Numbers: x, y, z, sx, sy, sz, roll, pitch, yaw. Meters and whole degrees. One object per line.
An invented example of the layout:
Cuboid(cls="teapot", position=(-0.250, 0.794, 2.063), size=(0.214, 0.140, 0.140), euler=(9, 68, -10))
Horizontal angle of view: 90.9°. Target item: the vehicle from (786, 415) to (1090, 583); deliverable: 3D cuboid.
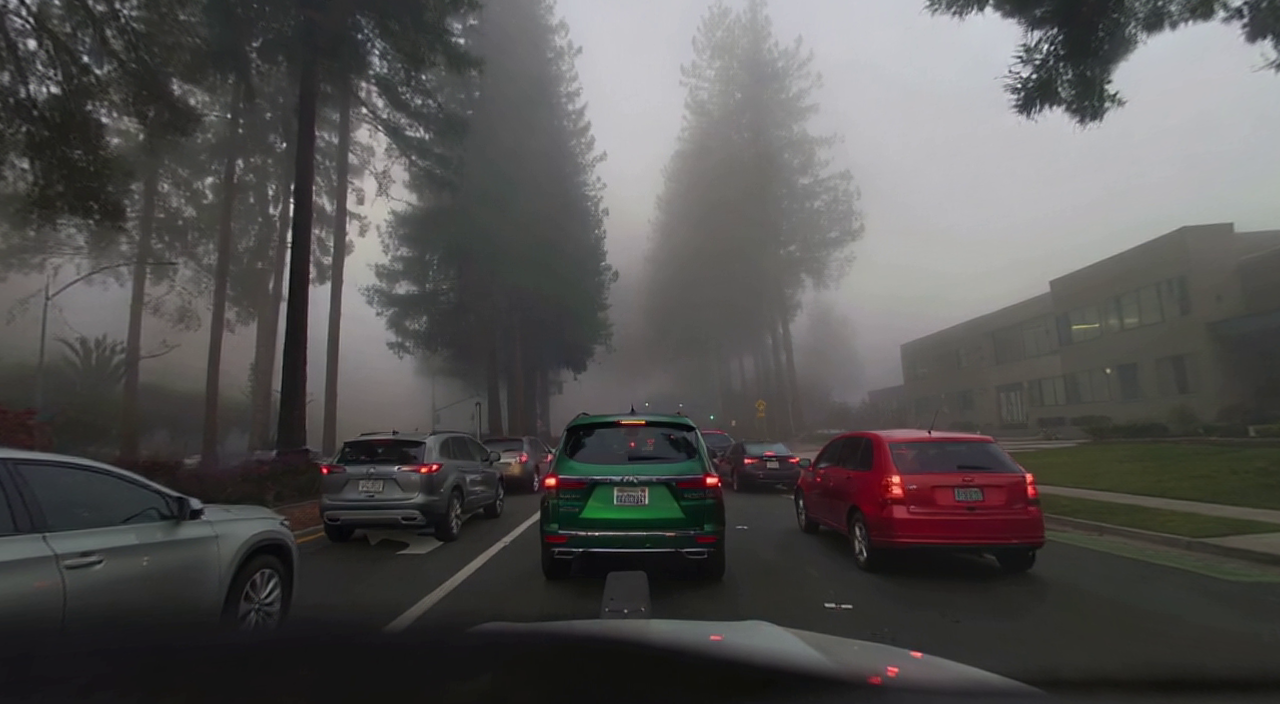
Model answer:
Cuboid(cls="vehicle", position=(3.261, 1.666, 7.865), size=(1.922, 1.579, 3.642), euler=(0, -8, -1))

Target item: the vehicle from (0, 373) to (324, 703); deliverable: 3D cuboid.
Cuboid(cls="vehicle", position=(-3.781, 0.996, 3.304), size=(1.929, 1.641, 4.193), euler=(0, -8, 2))

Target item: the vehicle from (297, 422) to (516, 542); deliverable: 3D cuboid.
Cuboid(cls="vehicle", position=(-3.656, 2.116, 10.918), size=(2.042, 1.641, 4.314), euler=(0, -8, 1))

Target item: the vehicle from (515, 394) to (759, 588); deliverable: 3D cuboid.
Cuboid(cls="vehicle", position=(-0.011, 1.551, 7.781), size=(2.193, 1.744, 4.033), euler=(0, -8, 0))
